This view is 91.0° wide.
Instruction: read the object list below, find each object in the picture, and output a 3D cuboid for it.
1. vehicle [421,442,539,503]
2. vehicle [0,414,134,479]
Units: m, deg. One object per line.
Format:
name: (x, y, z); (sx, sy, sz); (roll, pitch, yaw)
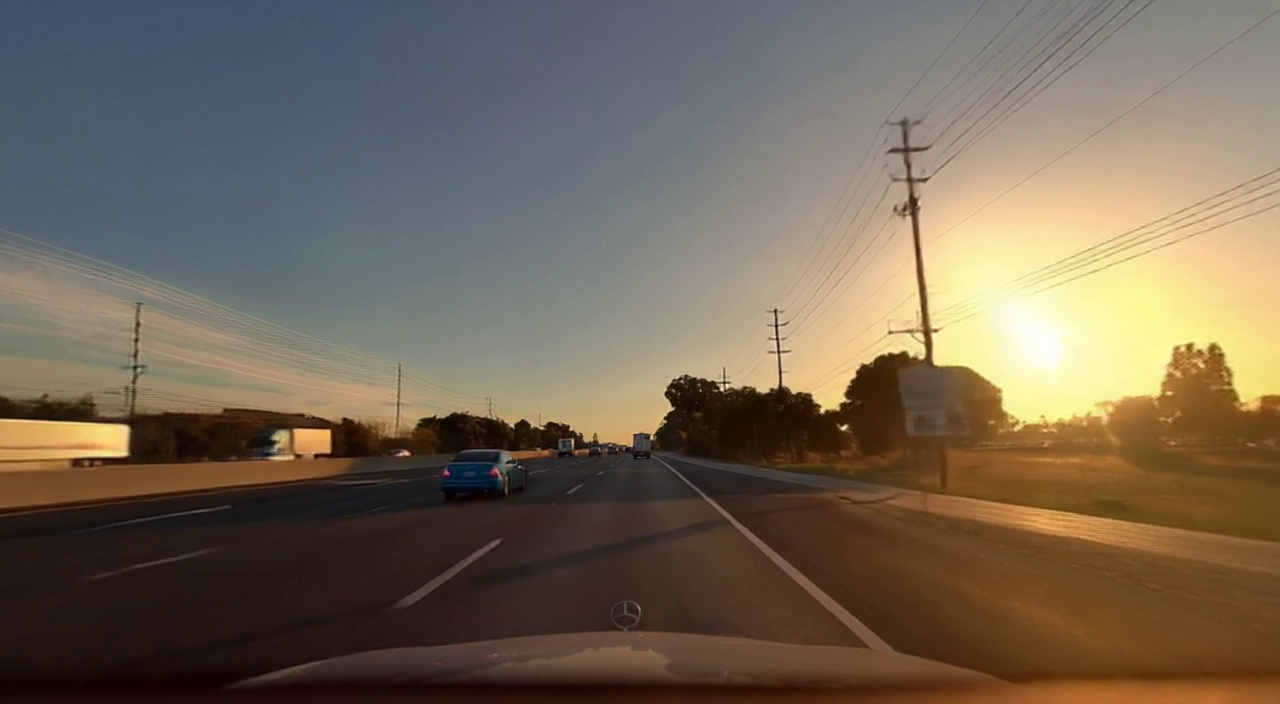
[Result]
vehicle: (-4.350, 3.346, 17.959); (2.104, 1.501, 4.459); (0, -9, 1)
vehicle: (-43.802, 6.593, 43.918); (2.940, 4.217, 16.735); (0, -9, 1)
